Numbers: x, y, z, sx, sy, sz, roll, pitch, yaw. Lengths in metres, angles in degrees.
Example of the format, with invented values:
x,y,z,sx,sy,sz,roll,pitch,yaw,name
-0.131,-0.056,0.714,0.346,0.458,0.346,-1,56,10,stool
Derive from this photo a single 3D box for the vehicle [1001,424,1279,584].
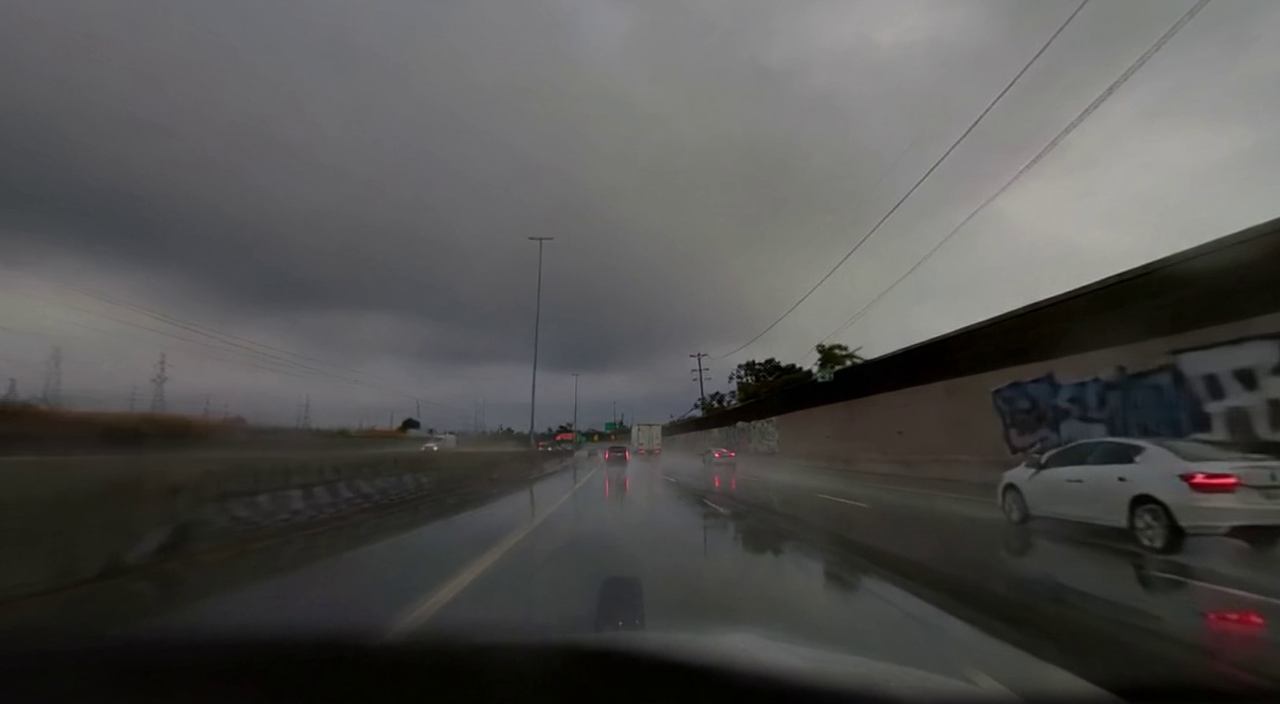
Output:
x,y,z,sx,sy,sz,roll,pitch,yaw,name
7.177,1.807,8.322,2.032,1.525,4.631,0,-9,-1,vehicle

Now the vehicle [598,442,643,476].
x,y,z,sx,sy,sz,roll,pitch,yaw,name
-1.024,5.517,32.754,2.191,1.685,3.353,0,-9,-2,vehicle

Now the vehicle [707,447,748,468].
x,y,z,sx,sy,sz,roll,pitch,yaw,name
6.236,7.593,45.577,2.018,1.451,4.762,0,-9,-4,vehicle
